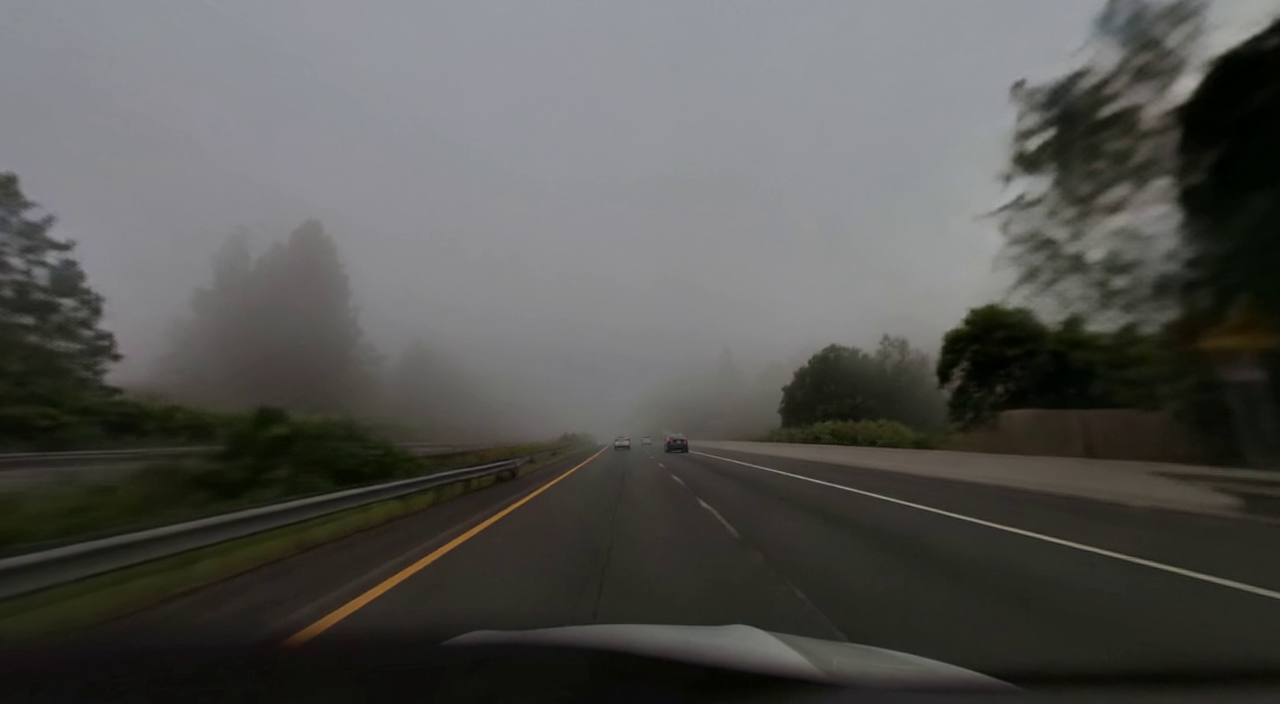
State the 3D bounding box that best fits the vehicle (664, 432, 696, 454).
[{"bbox_3d":[3.087,7.159,49.882,2.085,1.681,4.436,0,-7,-2],"label":"vehicle"}]
